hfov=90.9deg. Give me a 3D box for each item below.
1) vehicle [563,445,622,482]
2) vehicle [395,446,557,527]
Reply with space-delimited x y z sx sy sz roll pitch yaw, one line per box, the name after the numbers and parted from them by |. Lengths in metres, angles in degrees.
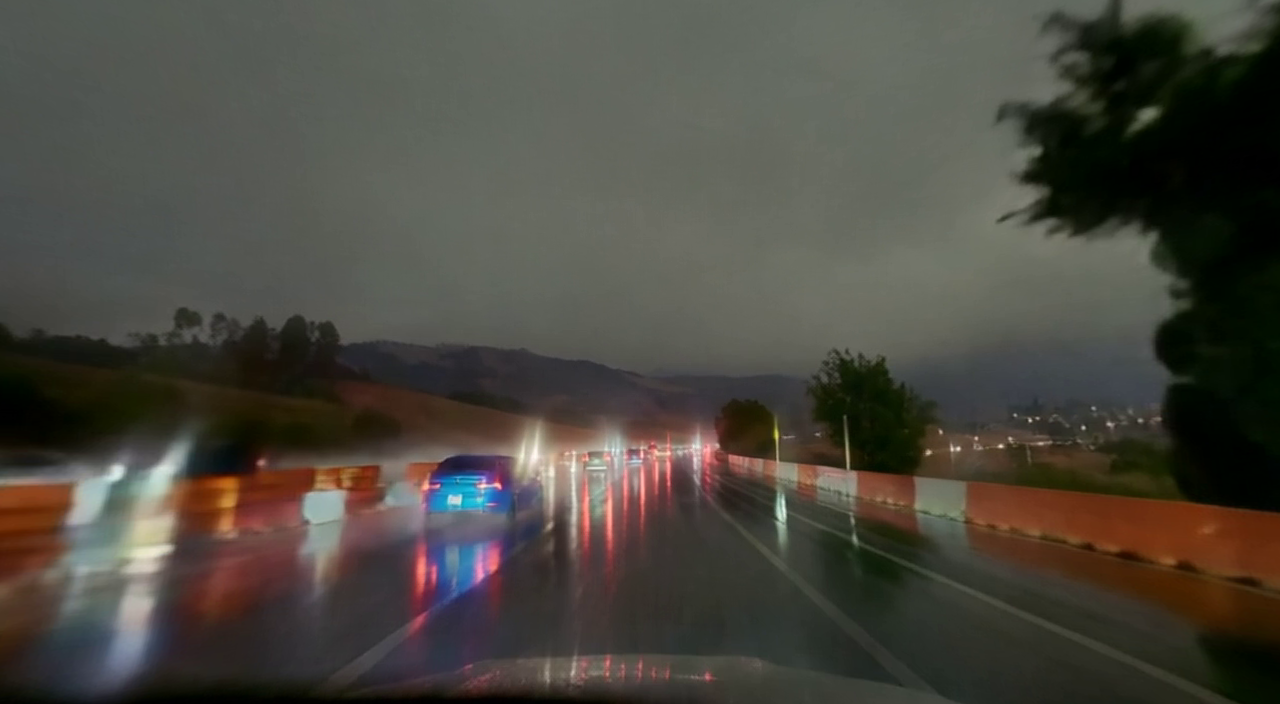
-1.961 4.800 27.443 2.094 1.480 4.124 0 -9 2 | vehicle
-3.004 2.554 12.508 2.061 1.330 3.928 0 -9 2 | vehicle
